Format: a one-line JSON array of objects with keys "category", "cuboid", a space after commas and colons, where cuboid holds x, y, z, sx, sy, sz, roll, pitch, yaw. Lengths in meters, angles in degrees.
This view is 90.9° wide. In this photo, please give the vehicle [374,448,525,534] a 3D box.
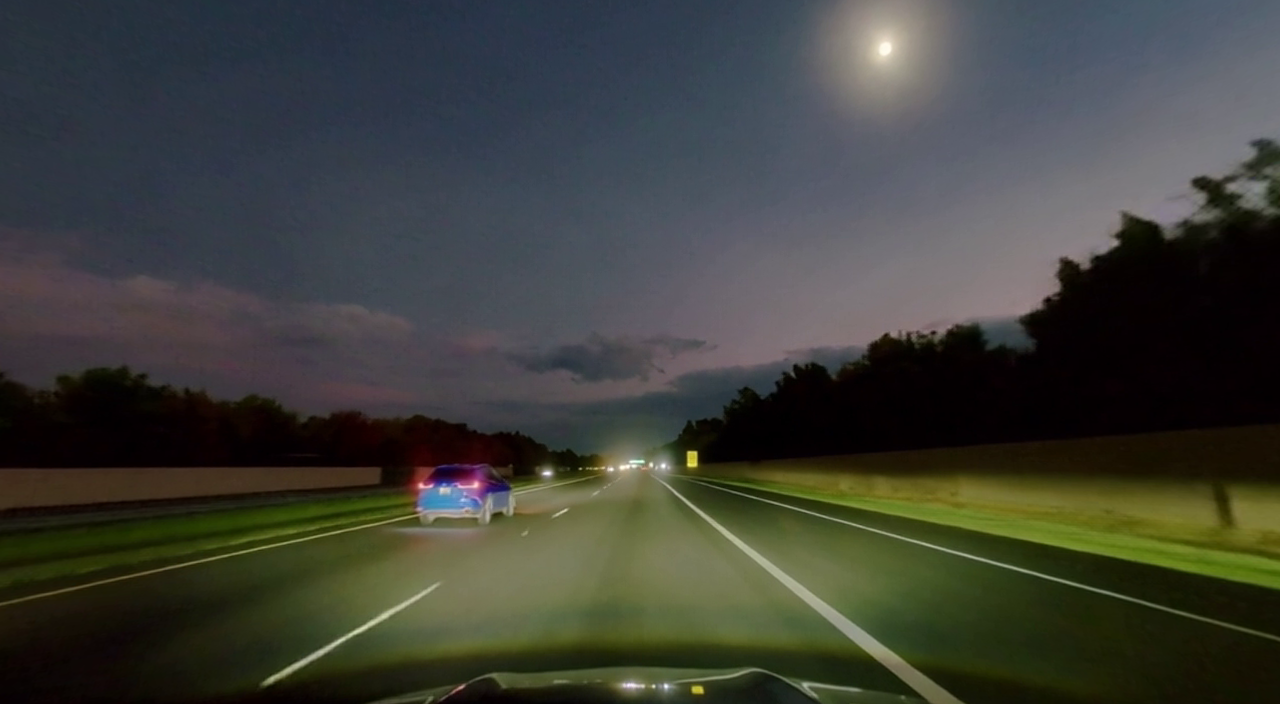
[{"category": "vehicle", "cuboid": [-4.087, 3.095, 14.501, 1.928, 1.593, 4.871, 1, -10, 0]}]
